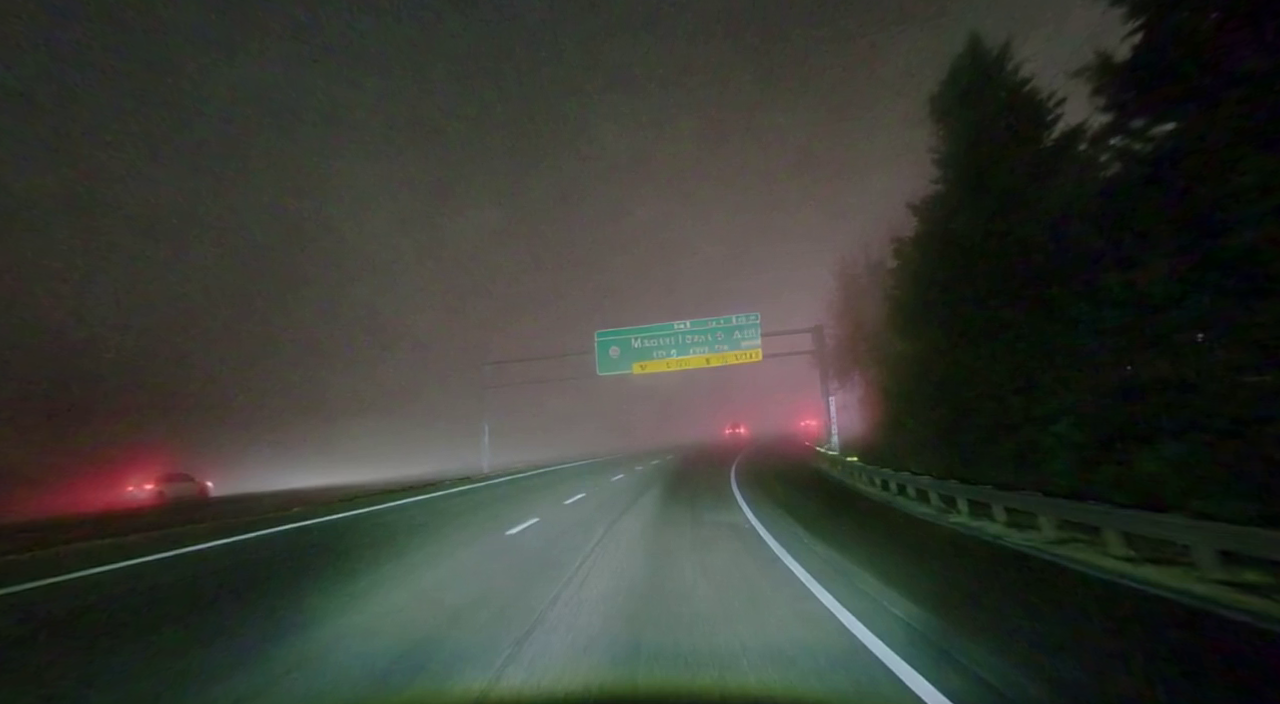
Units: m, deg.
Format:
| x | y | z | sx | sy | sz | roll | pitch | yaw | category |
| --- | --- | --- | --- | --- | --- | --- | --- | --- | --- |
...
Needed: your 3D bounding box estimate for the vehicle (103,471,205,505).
| x | y | z | sx | sy | sz | roll | pitch | yaw | category |
| --- | --- | --- | --- | --- | --- | --- | --- | --- | --- |
| -29.963 | 8.362 | 38.836 | 2.145 | 1.717 | 4.448 | -6 | -11 | 36 | vehicle |
